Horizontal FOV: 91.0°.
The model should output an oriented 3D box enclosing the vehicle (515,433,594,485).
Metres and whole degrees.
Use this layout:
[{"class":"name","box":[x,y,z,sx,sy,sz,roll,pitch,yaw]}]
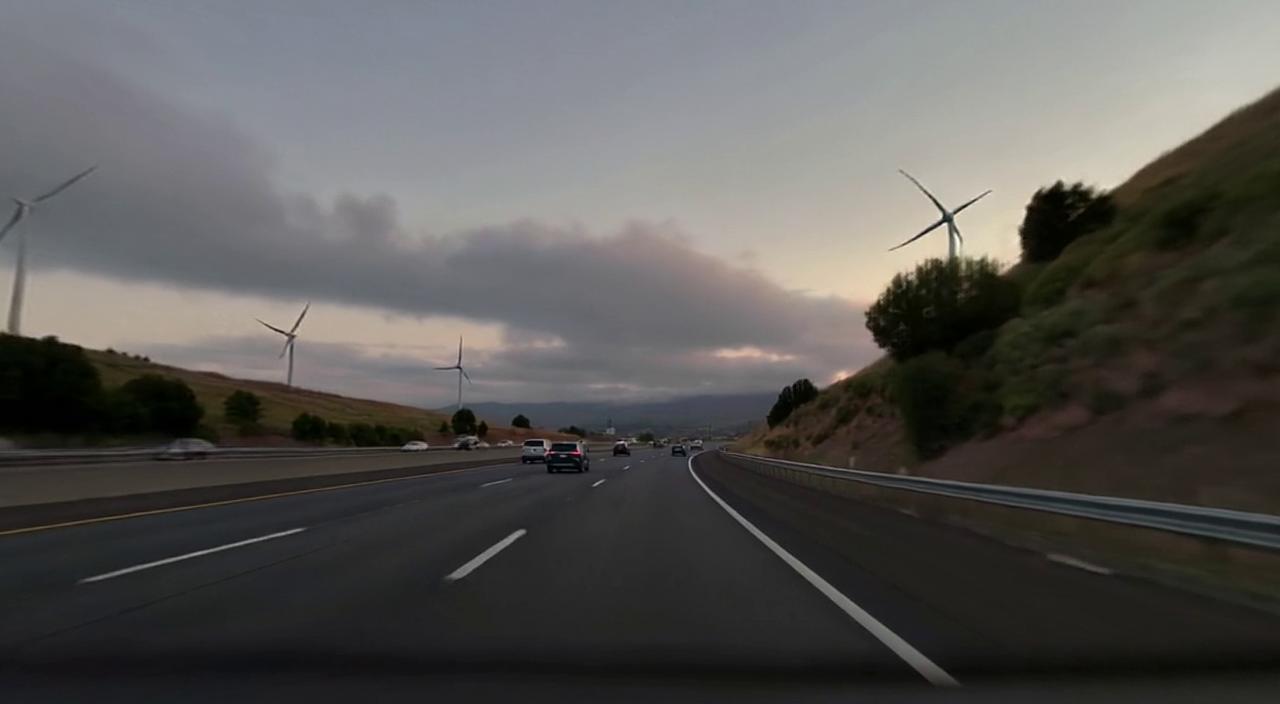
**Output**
[{"class":"vehicle","box":[-2.994,3.865,23.068,2.118,1.702,4.355,0,-9,3]}]
